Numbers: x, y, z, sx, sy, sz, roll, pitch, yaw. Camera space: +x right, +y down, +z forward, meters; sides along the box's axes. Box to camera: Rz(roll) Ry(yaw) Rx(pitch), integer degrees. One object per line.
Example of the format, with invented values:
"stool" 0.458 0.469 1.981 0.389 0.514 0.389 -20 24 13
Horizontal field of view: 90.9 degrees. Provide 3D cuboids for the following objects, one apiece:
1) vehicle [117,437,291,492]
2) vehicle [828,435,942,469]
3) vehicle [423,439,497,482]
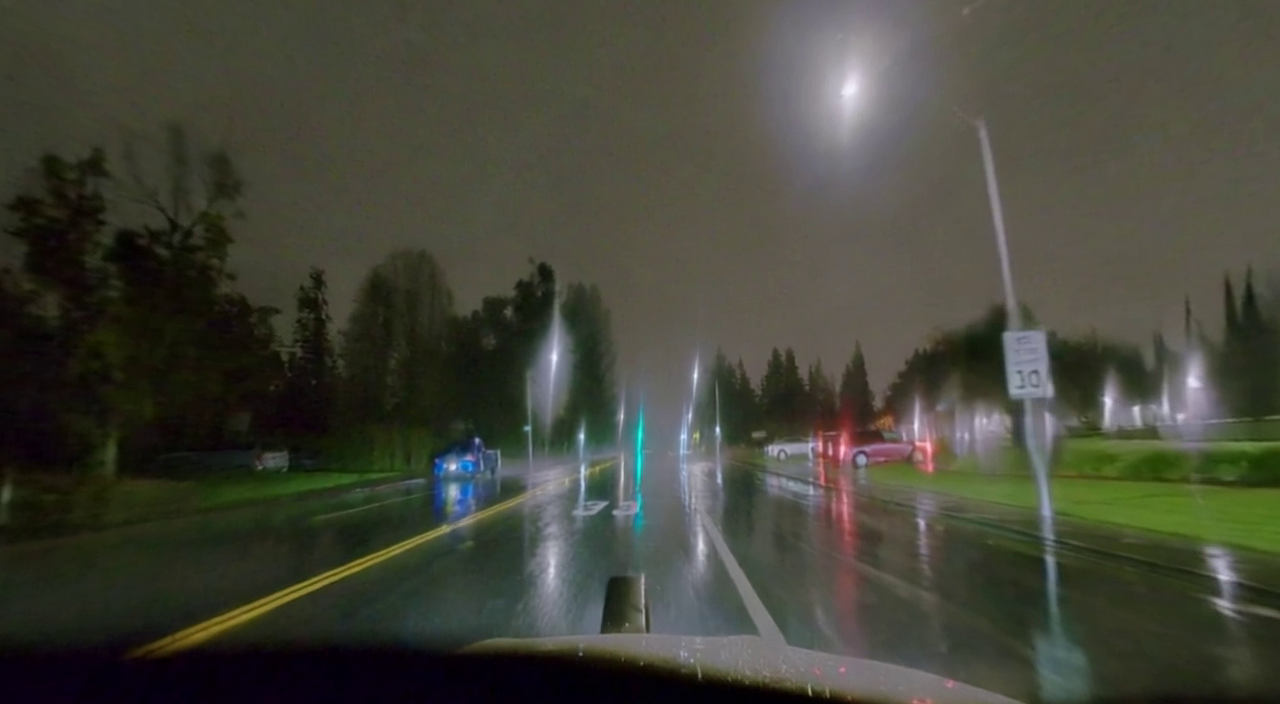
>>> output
"vehicle" -15.687 4.050 22.879 4.753 1.850 2.127 -1 -9 3
"vehicle" 11.130 4.582 28.887 4.460 1.456 1.804 -1 -9 3
"vehicle" -8.432 5.084 29.959 2.142 1.723 4.275 -3 -8 2
